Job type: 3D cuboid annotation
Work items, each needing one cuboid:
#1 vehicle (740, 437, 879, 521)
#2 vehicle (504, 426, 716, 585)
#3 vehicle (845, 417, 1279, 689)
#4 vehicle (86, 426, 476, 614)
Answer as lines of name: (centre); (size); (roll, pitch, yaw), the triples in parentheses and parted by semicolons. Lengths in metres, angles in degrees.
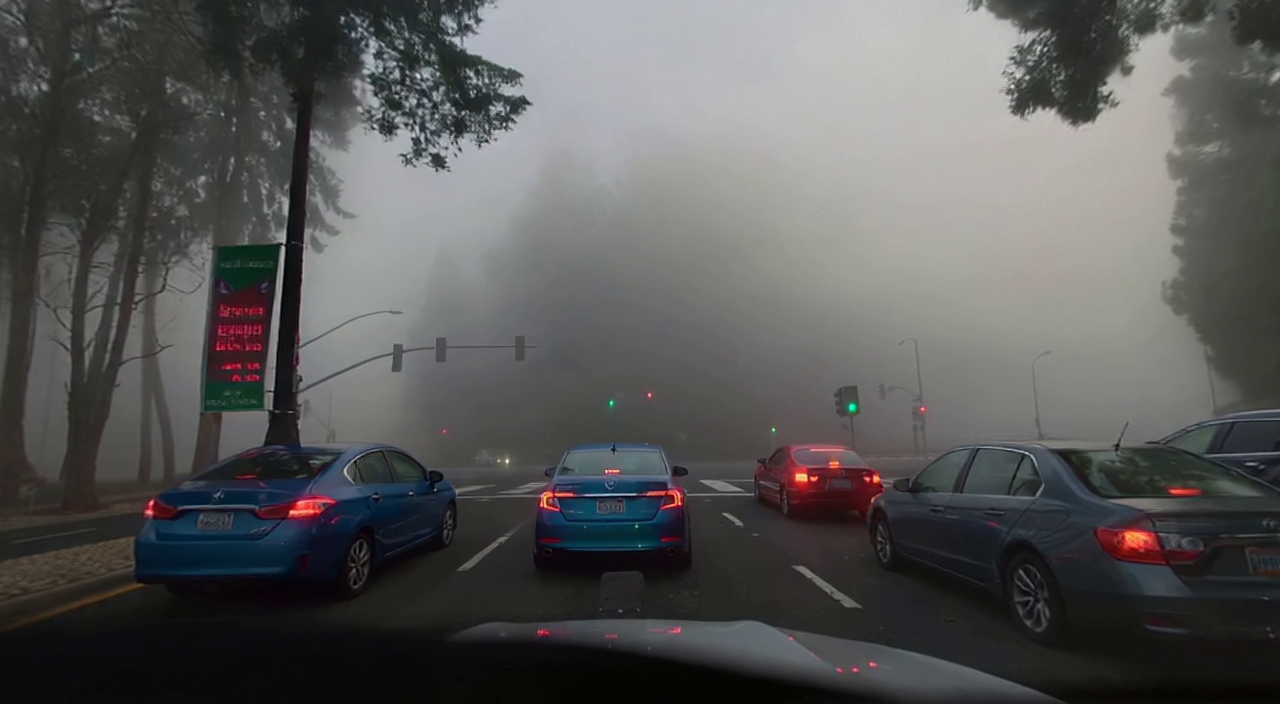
vehicle: (3.397, 2.611, 13.488); (1.852, 1.498, 3.825); (0, -9, -1)
vehicle: (-0.306, 1.725, 7.842); (1.994, 1.479, 3.647); (0, -9, -1)
vehicle: (3.600, 1.440, 5.764); (1.953, 1.471, 4.470); (0, -9, 0)
vehicle: (-3.371, 1.635, 7.098); (1.929, 1.457, 4.136); (0, -9, 0)
